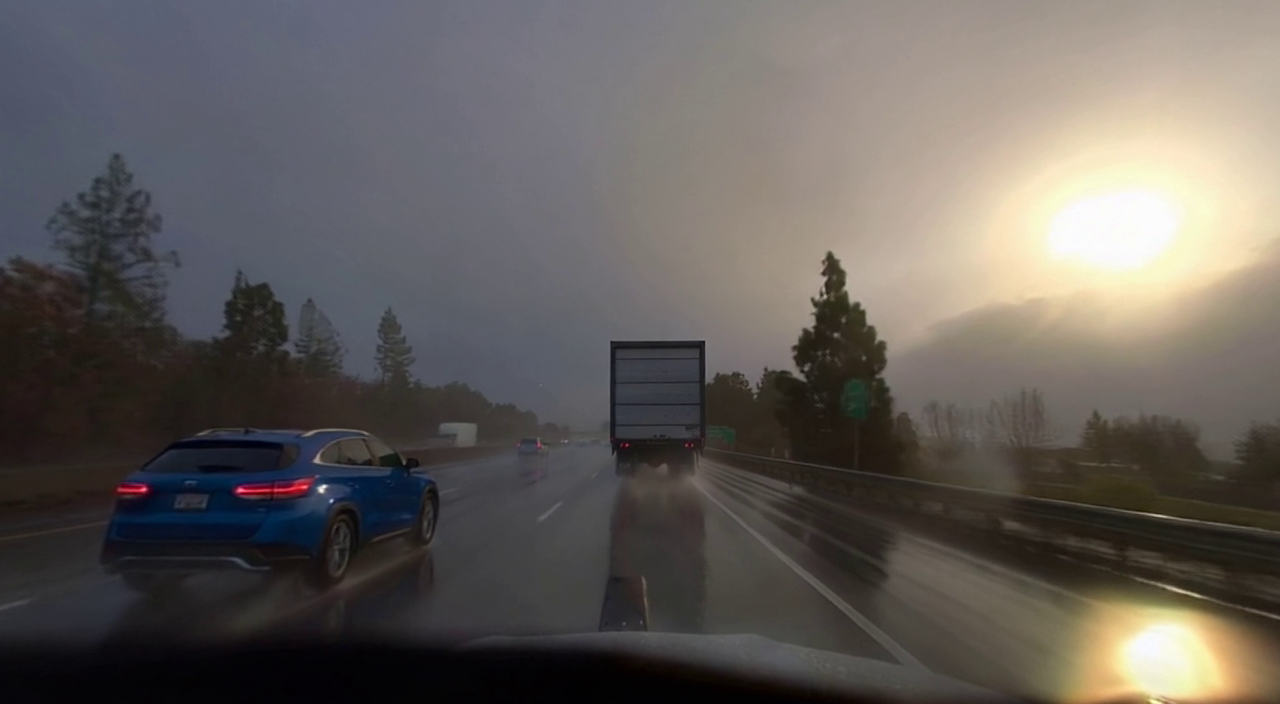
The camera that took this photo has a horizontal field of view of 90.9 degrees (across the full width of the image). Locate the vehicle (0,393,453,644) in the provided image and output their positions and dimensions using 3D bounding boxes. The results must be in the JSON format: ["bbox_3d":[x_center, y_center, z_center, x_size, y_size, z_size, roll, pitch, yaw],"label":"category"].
[{"bbox_3d":[-3.611,1.434,6.428,2.077,1.671,4.249,0,-8,0],"label":"vehicle"}]

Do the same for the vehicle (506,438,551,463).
[{"bbox_3d":[-6.809,6.079,38.891,1.882,1.451,4.416,0,-8,1],"label":"vehicle"}]

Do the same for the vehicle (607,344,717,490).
[{"bbox_3d":[0.595,2.483,21.988,2.870,3.841,10.653,0,-8,0],"label":"vehicle"}]
